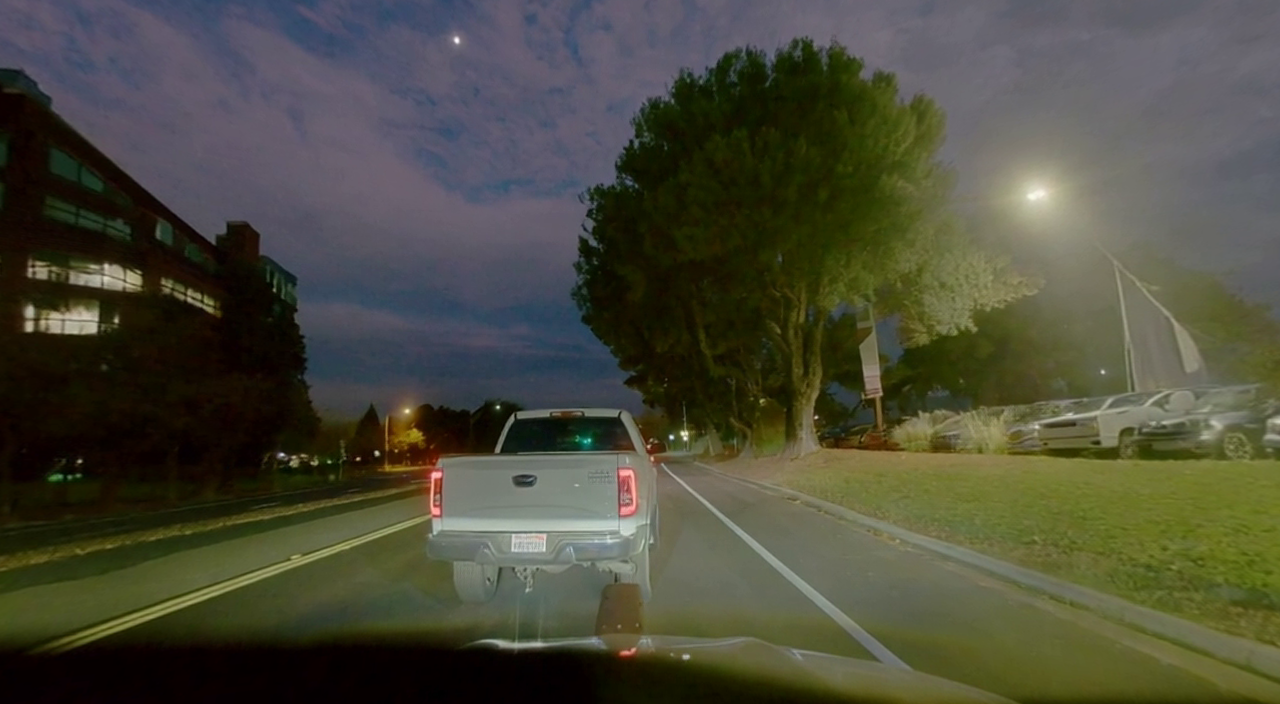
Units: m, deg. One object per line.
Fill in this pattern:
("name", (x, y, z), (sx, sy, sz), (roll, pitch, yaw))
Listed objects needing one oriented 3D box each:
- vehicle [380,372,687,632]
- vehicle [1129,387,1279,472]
("vehicle", (-0.681, 1.419, 7.033), (2.157, 1.816, 5.039), (0, -8, 2))
("vehicle", (11.883, 1.402, 11.478), (4.298, 1.392, 1.944), (-1, -8, 2))
